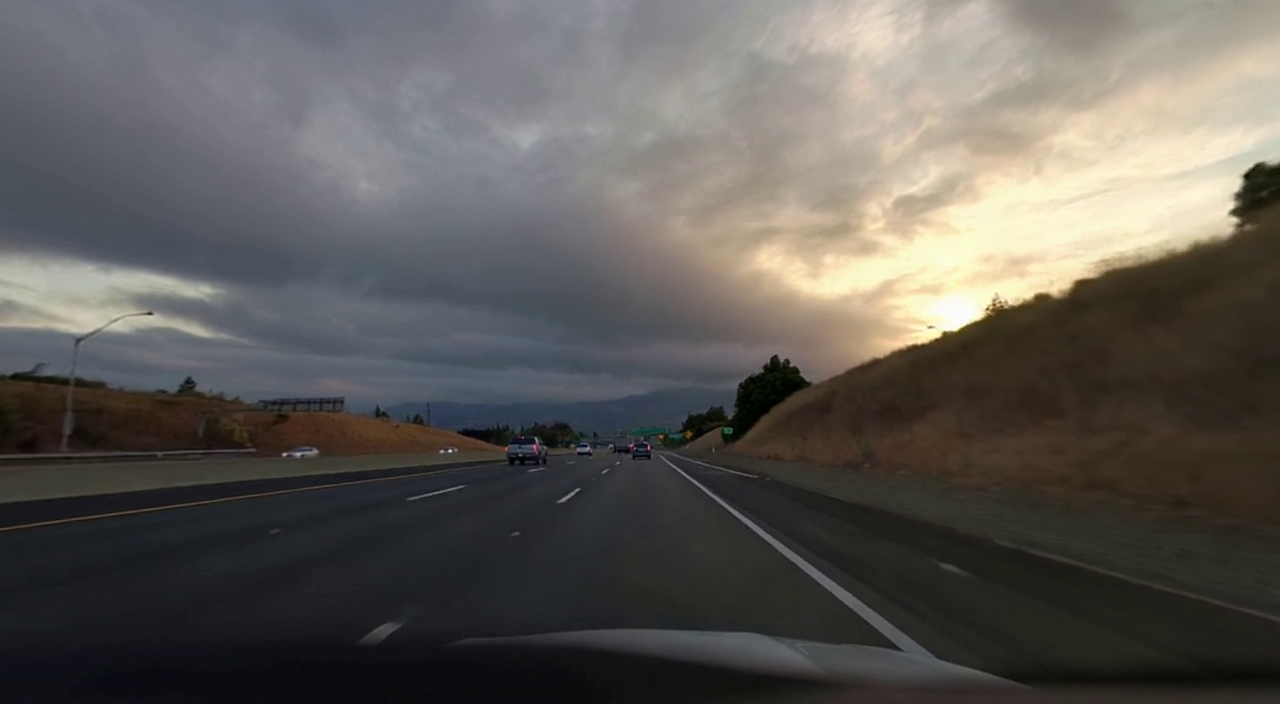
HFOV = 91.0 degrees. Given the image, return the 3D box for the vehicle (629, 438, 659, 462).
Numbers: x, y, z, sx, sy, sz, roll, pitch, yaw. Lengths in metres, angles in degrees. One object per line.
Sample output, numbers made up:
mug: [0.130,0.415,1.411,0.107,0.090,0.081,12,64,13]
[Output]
vehicle: [0.260,7.416,47.720,2.141,1.706,4.065,0,-8,-1]

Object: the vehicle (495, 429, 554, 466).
vehicle: [-6.692,5.655,37.303,2.438,1.967,5.596,0,-8,0]
